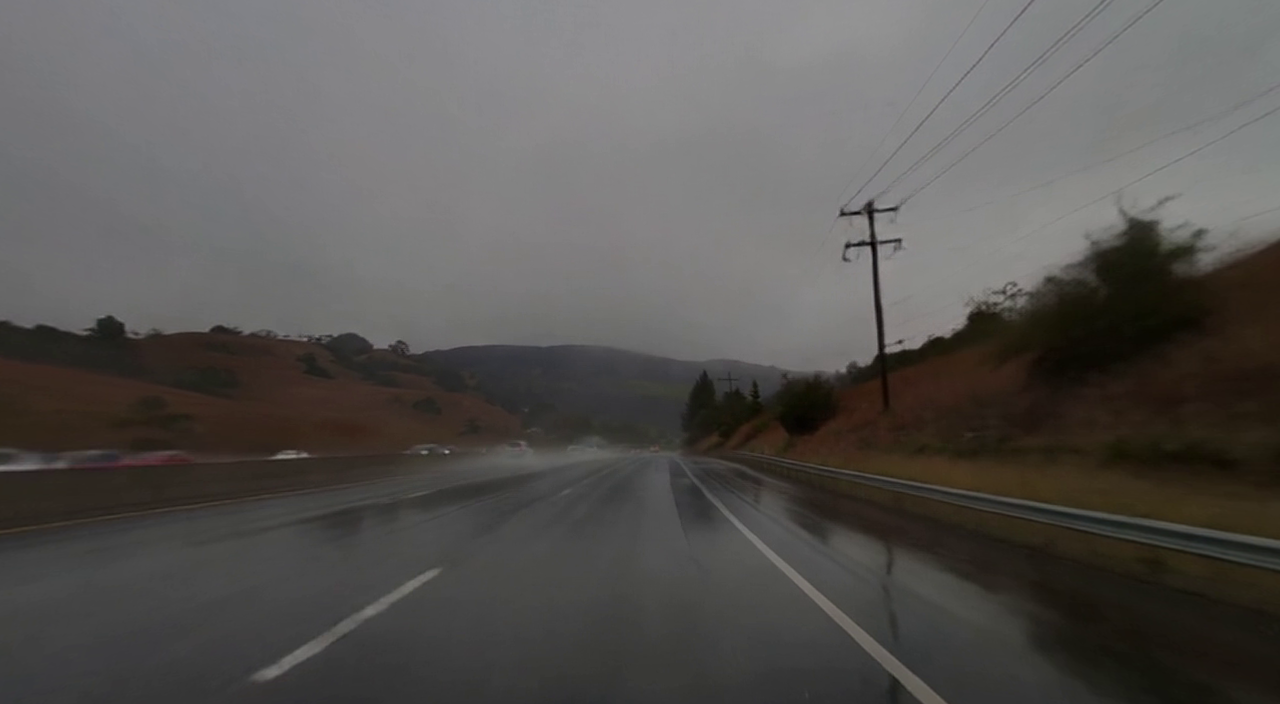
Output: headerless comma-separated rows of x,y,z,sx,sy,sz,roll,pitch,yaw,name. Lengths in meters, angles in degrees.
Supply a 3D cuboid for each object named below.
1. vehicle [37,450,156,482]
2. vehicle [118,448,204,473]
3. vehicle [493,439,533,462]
-27.671,5.774,32.209,1.874,1.478,4.568,0,-9,2,vehicle
-31.096,7.073,40.941,1.868,1.495,4.576,-1,-9,3,vehicle
-9.942,7.736,49.448,2.063,1.743,4.392,0,-8,3,vehicle
